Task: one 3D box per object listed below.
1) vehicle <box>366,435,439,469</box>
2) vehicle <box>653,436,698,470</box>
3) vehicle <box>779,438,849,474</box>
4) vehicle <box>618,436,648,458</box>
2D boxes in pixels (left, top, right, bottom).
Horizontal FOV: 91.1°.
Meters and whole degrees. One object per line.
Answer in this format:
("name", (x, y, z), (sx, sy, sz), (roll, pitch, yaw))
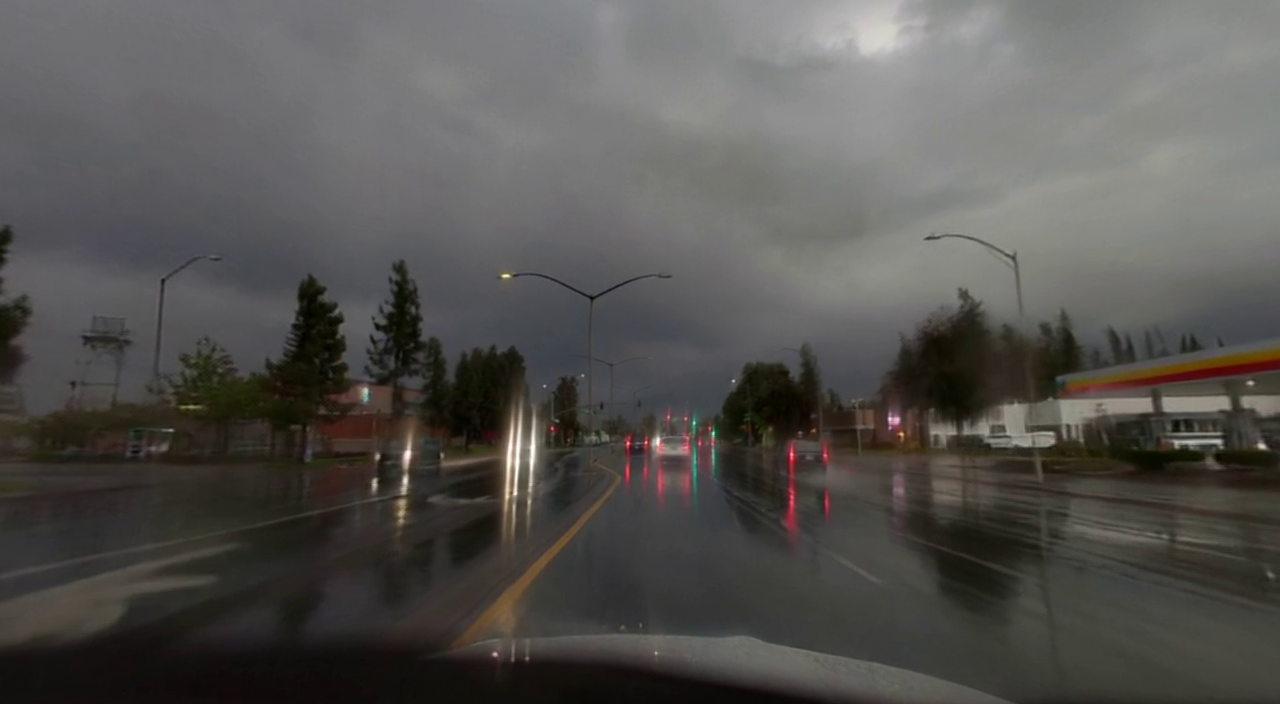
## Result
("vehicle", (-13.518, 5.716, 36.124), (2.022, 1.787, 5.262), (0, -8, 1))
("vehicle", (1.637, 4.807, 30.103), (1.971, 1.479, 4.493), (0, -8, 1))
("vehicle", (7.795, 4.673, 28.530), (1.918, 1.484, 4.456), (0, -8, 0))
("vehicle", (-0.578, 7.143, 47.282), (2.074, 1.575, 4.326), (0, -8, -3))
